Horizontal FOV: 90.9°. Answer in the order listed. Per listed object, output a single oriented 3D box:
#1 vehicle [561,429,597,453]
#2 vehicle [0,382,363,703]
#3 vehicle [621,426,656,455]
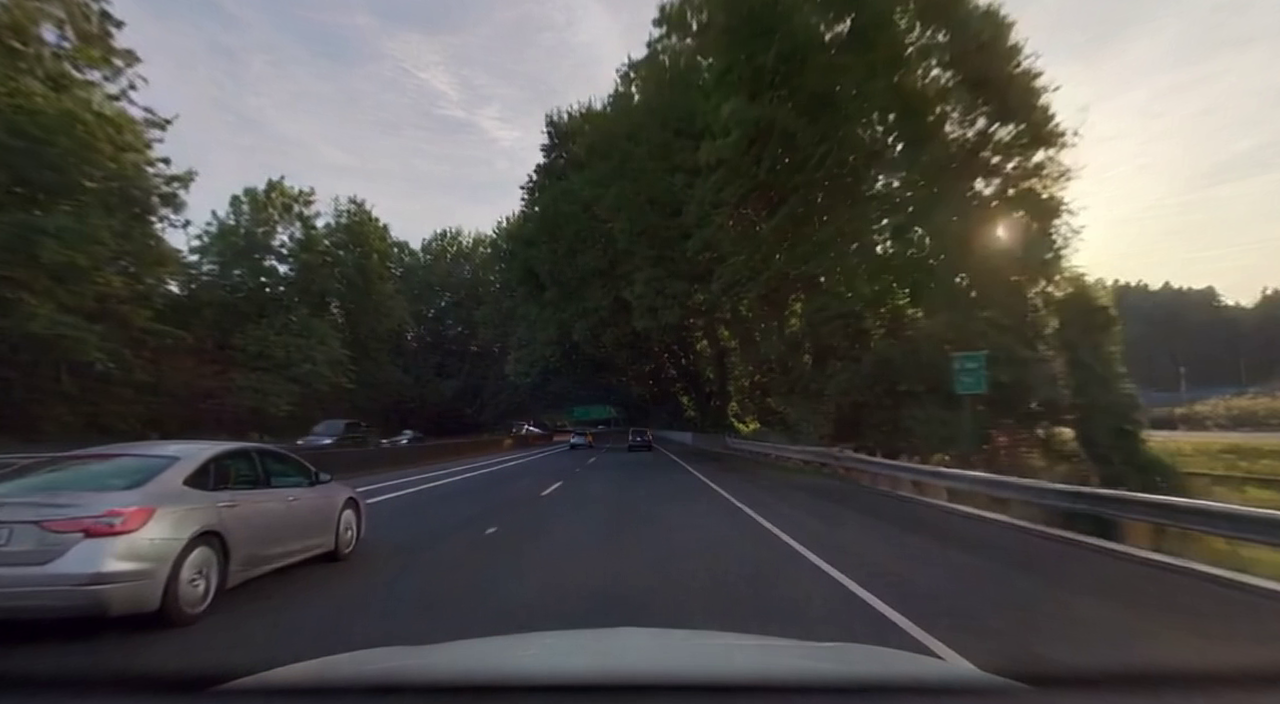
[{"bbox_3d":[-4.269,6.304,44.590,2.055,1.610,4.116,0,-8,1],"label":"vehicle"},{"bbox_3d":[-3.924,1.124,4.641,1.958,1.486,3.988,0,-8,0],"label":"vehicle"},{"bbox_3d":[-0.105,5.771,41.152,2.170,1.790,4.490,0,-8,-1],"label":"vehicle"}]
